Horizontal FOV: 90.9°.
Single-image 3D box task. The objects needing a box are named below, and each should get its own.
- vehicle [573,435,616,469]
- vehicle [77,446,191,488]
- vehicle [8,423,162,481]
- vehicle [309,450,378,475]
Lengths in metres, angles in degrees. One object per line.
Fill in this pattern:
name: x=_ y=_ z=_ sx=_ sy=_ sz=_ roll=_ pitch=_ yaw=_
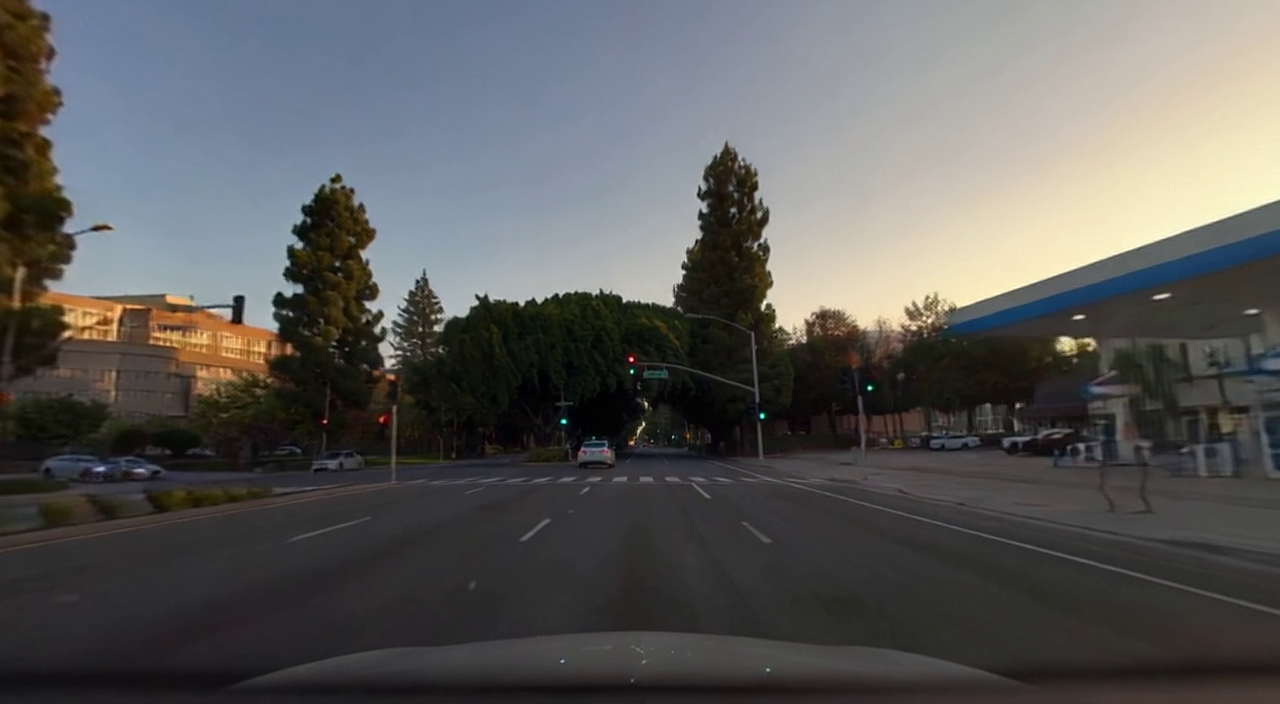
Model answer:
vehicle: x=-2.452 y=5.574 z=35.326 sx=2.011 sy=1.756 sz=4.478 roll=0 pitch=-8 yaw=1
vehicle: x=-28.141 y=6.359 z=35.146 sx=4.597 sy=1.952 sz=2.040 roll=-3 pitch=-7 yaw=-1
vehicle: x=-36.119 y=6.503 z=41.226 sx=7.179 sy=3.622 sz=2.857 roll=0 pitch=-8 yaw=0
vehicle: x=-21.614 y=8.066 z=46.144 sx=1.988 sy=1.717 sz=4.403 roll=-4 pitch=-9 yaw=20
